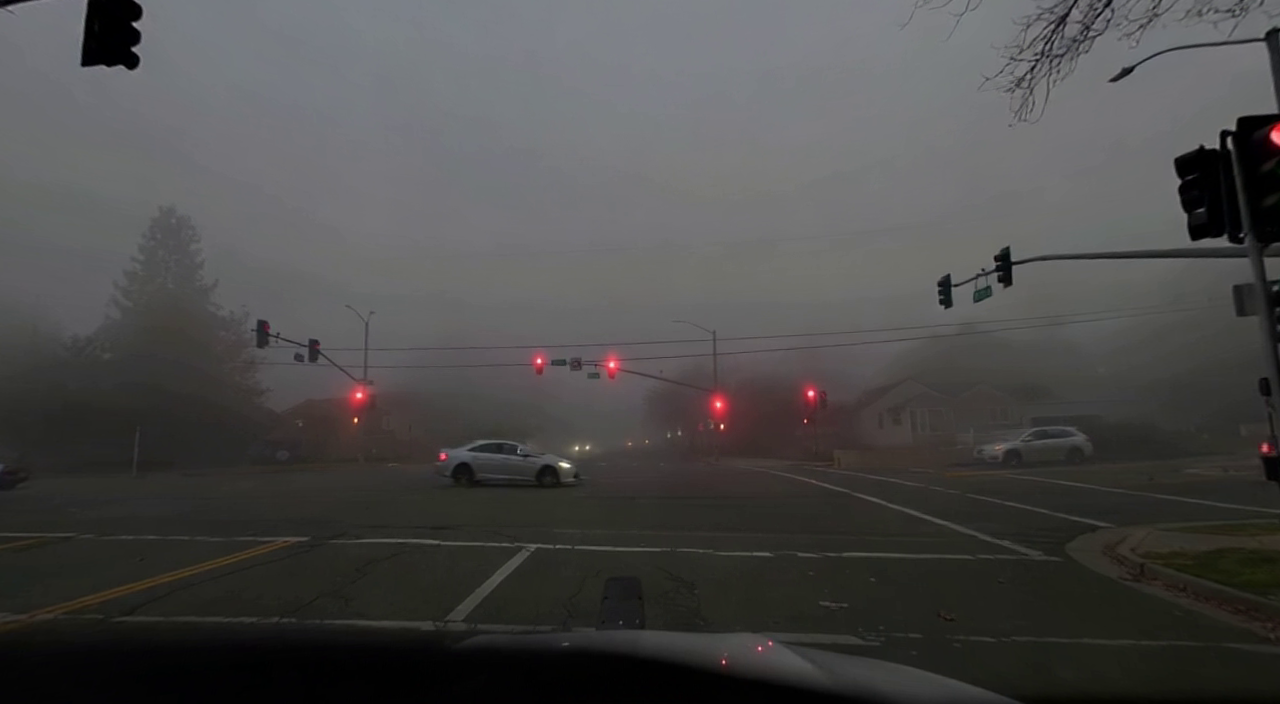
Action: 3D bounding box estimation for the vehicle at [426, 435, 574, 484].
[{"bbox_3d":[-4.848,3.784,22.331,4.734,1.585,1.940,-1,-8,5],"label":"vehicle"}]
